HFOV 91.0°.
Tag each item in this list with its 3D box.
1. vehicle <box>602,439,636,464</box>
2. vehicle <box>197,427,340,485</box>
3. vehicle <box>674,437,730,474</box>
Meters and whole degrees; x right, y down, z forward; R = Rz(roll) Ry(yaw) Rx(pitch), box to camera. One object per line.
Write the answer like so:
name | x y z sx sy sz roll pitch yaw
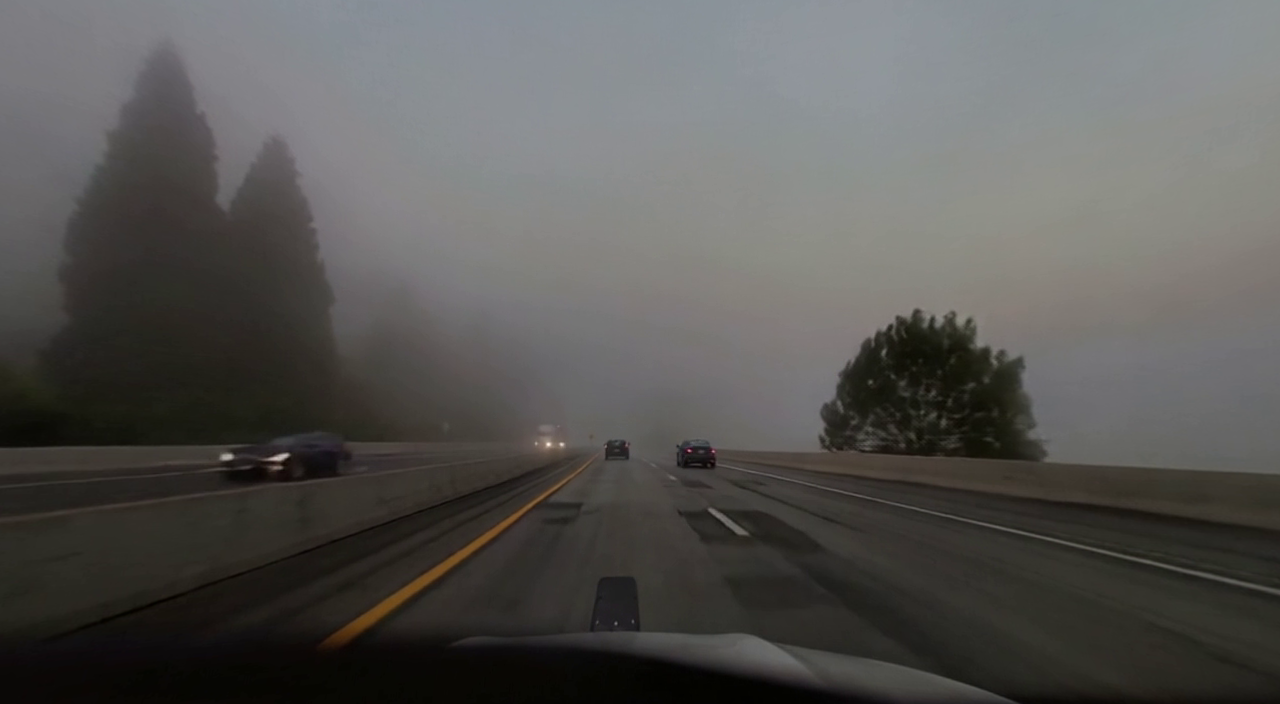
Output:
vehicle | -1.412 6.611 41.963 2.178 1.559 4.254 0 -8 -3
vehicle | -10.680 3.012 18.448 1.872 1.499 3.792 -1 -8 0
vehicle | 2.744 4.697 28.908 2.146 1.546 3.796 -1 -8 0
